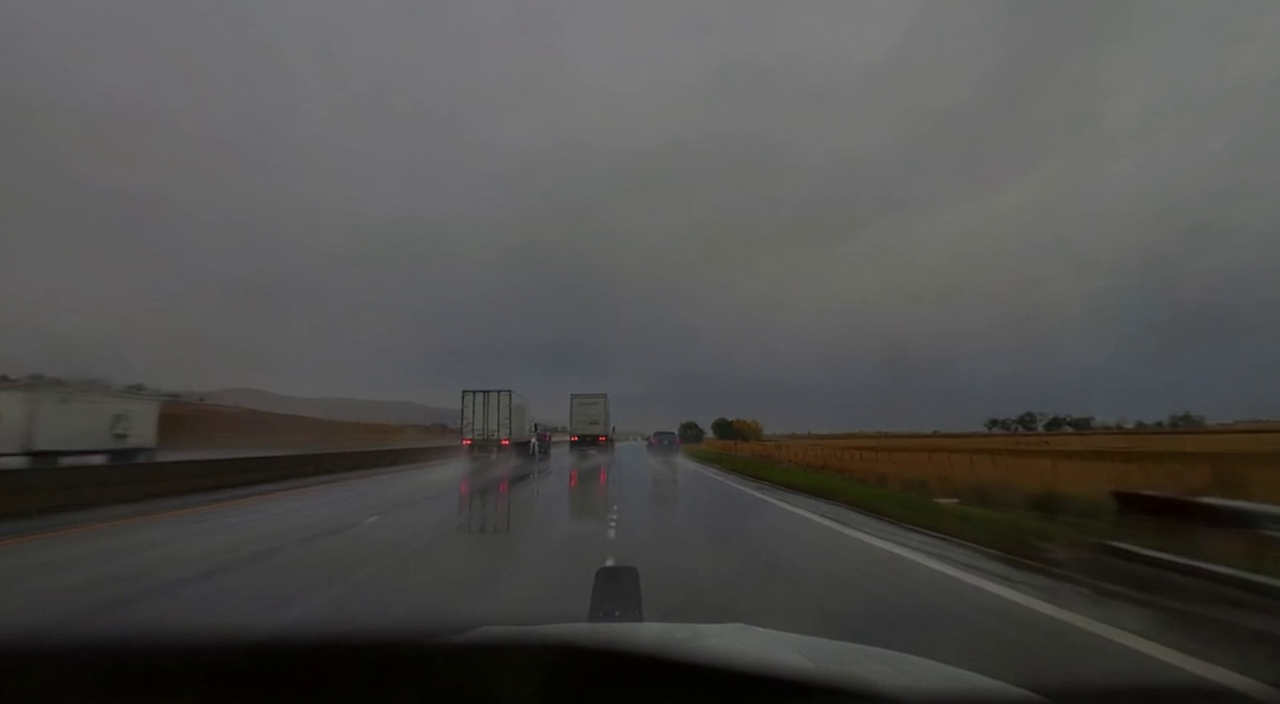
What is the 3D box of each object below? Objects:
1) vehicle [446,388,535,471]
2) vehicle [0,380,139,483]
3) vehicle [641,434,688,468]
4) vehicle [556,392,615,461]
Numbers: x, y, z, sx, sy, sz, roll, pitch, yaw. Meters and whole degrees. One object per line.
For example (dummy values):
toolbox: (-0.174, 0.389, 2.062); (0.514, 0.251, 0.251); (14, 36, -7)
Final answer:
vehicle: (-6.765, 3.674, 29.578); (2.728, 3.405, 7.096); (0, -8, -3)
vehicle: (-26.616, 3.384, 26.527); (2.933, 3.990, 9.988); (0, -8, -2)
vehicle: (1.088, 4.647, 29.812); (1.891, 1.477, 3.599); (0, -8, -3)
vehicle: (-3.715, 5.616, 46.064); (3.475, 4.037, 17.454); (0, -8, -3)
